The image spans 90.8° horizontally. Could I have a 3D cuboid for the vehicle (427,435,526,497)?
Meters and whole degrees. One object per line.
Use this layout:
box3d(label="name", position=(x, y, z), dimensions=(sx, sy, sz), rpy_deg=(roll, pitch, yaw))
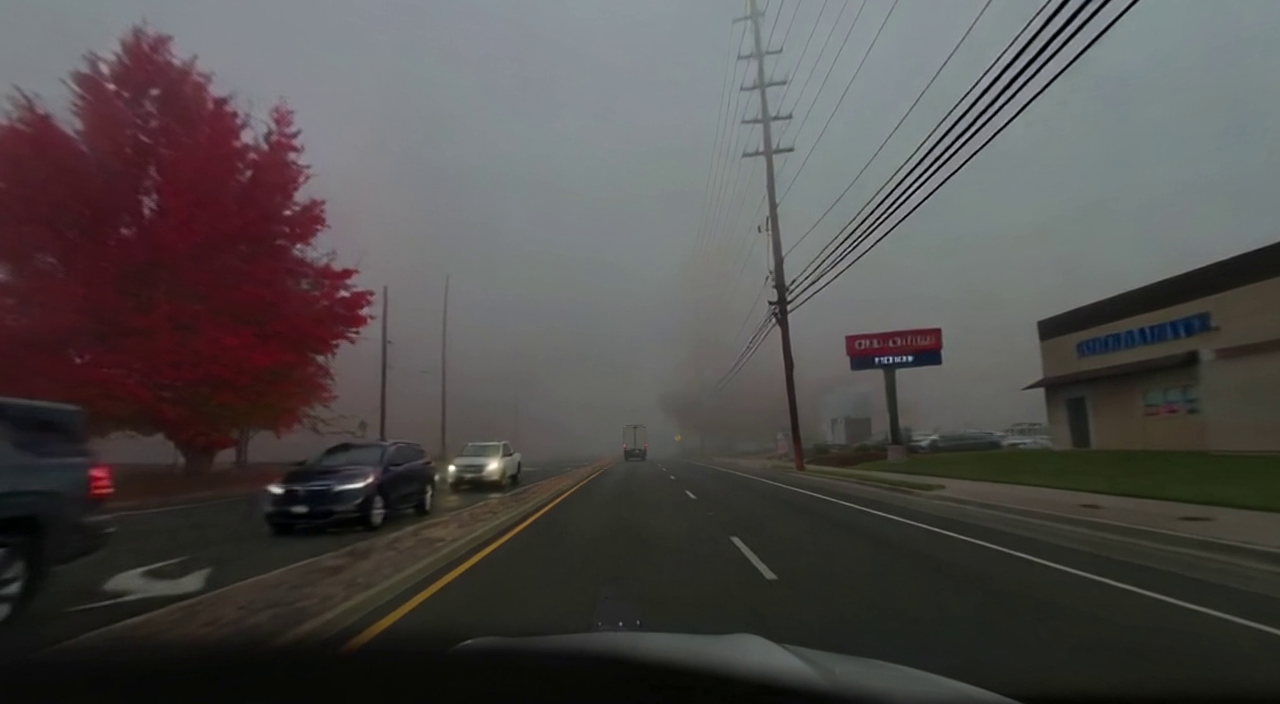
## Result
box3d(label="vehicle", position=(-5.056, 3.539, 20.169), dimensions=(1.993, 1.680, 4.386), rpy_deg=(-2, -8, 0))

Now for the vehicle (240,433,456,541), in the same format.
box3d(label="vehicle", position=(-5.063, 2.349, 11.839), dimensions=(1.909, 1.524, 4.614), rpy_deg=(-2, -8, 0))

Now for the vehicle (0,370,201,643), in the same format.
box3d(label="vehicle", position=(-5.467, 1.008, 3.738), dimensions=(2.278, 1.828, 4.970), rpy_deg=(-2, -8, -1))
